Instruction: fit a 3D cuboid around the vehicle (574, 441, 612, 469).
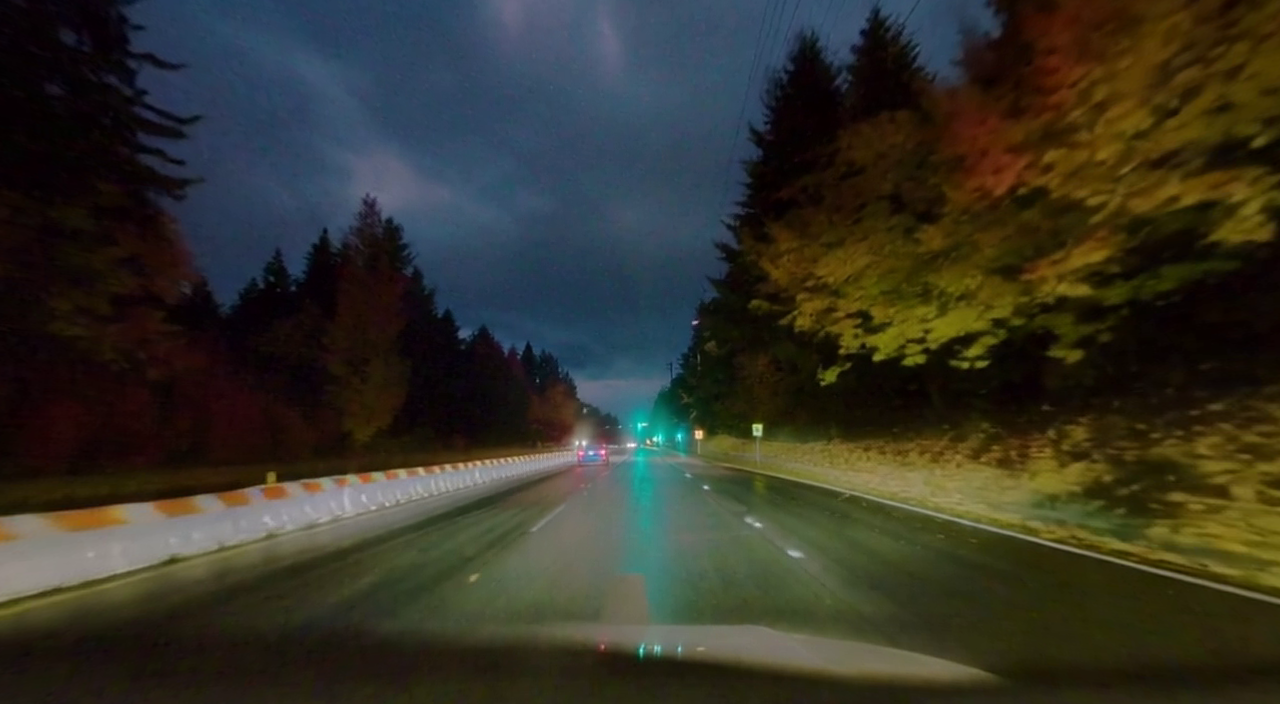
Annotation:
[{"bbox_3d":[-2.711,6.043,37.081,1.902,1.505,4.016,0,-8,0],"label":"vehicle"}]
